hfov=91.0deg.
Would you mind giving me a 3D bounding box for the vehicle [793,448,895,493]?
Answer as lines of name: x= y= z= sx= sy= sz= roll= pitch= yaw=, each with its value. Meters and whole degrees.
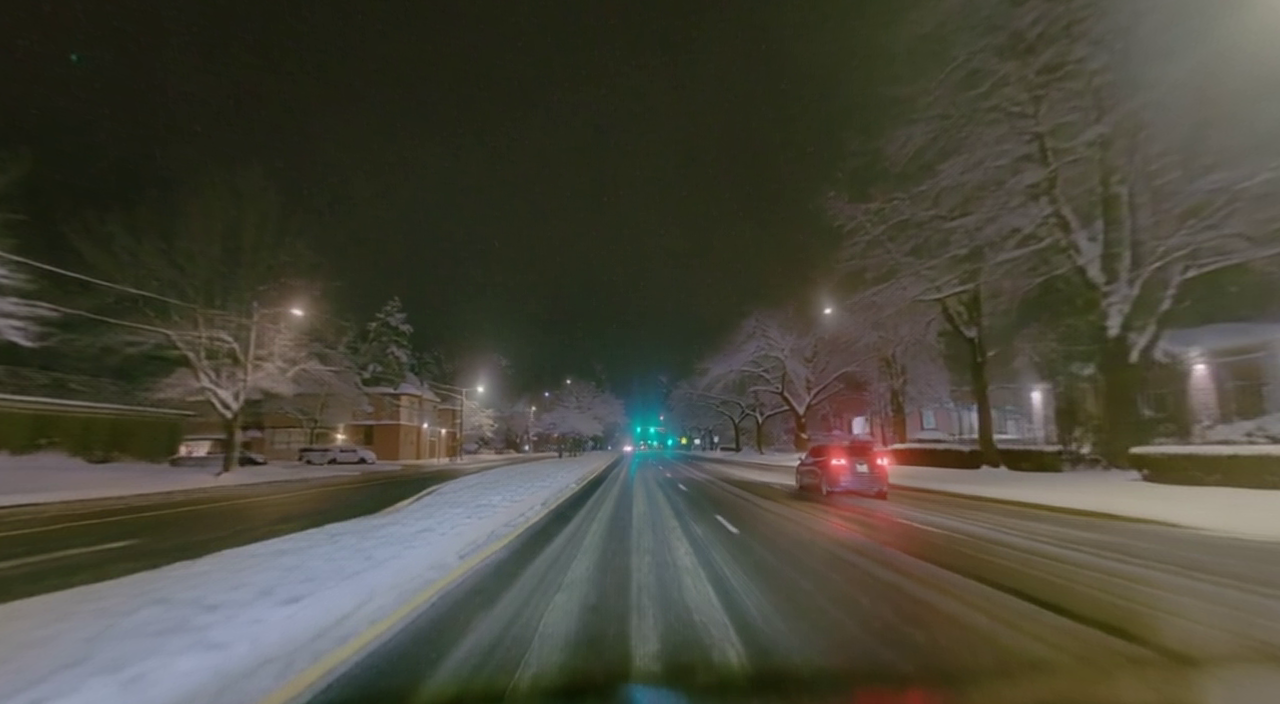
vehicle: x=7.084 y=4.156 z=22.452 sx=2.054 sy=1.421 sz=4.487 roll=0 pitch=-9 yaw=-1
